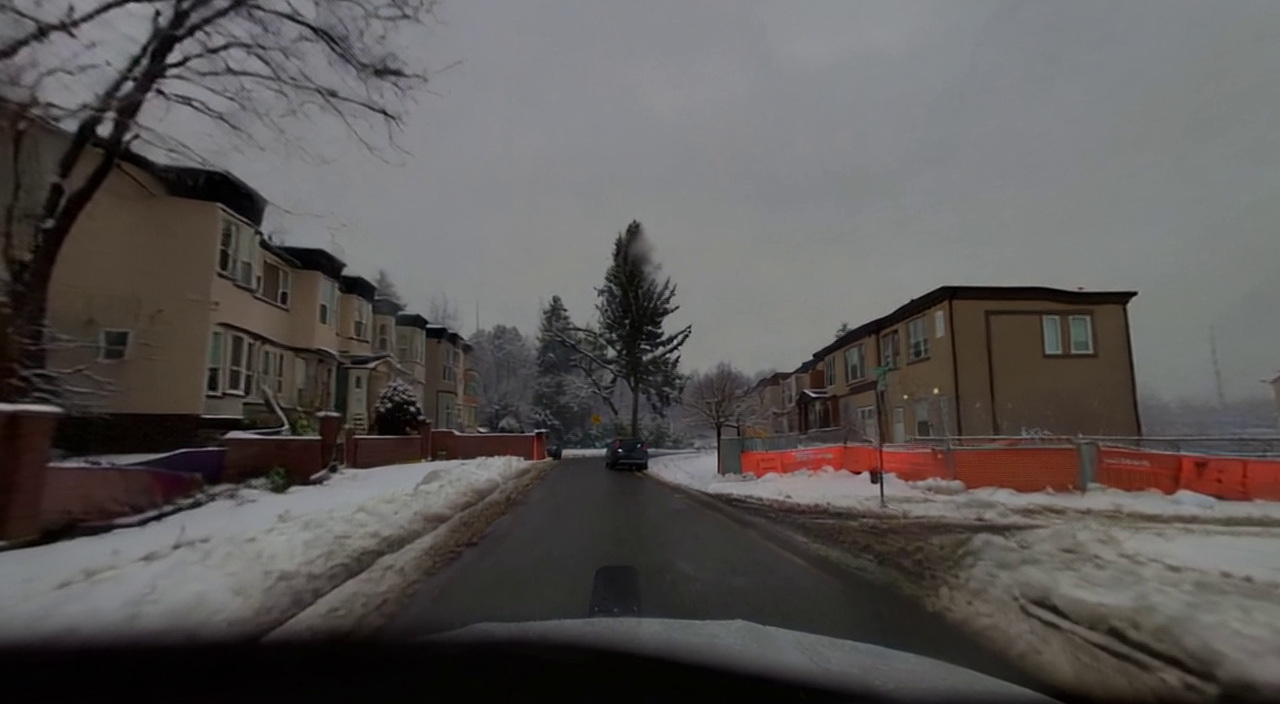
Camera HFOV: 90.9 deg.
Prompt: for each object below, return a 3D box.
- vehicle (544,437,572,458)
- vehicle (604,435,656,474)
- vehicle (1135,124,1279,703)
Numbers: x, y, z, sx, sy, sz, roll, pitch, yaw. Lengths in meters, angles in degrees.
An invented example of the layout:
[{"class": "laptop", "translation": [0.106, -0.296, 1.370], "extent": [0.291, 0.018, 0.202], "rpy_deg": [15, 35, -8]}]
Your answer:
[{"class": "vehicle", "translation": [-6.197, 7.221, 47.764], "extent": [1.834, 1.543, 3.497], "rpy_deg": [0, -8, -4]}, {"class": "vehicle", "translation": [-0.592, 5.045, 31.395], "extent": [2.066, 1.739, 4.234], "rpy_deg": [1, -8, -8]}, {"class": "vehicle", "translation": [3.164, 0.370, 1.320], "extent": [1.758, 2.572, 2.706], "rpy_deg": [7, -13, -8]}]
